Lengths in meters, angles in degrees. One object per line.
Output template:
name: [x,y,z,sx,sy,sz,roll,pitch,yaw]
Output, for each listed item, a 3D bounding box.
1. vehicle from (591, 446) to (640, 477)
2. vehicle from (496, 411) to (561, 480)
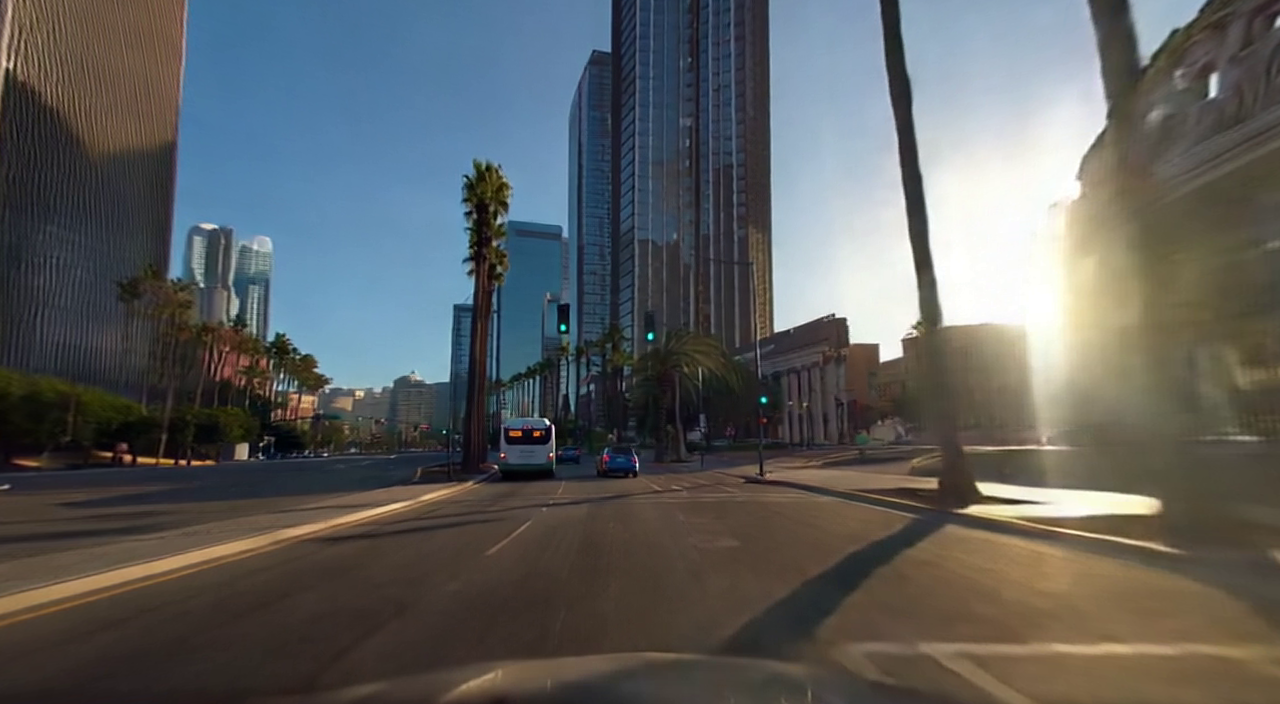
vehicle: [-1.328,5.546,32.283,2.107,1.481,4.097,1,-9,-7]
vehicle: [-5.501,4.808,32.397,2.678,3.042,8.474,1,-8,-6]
